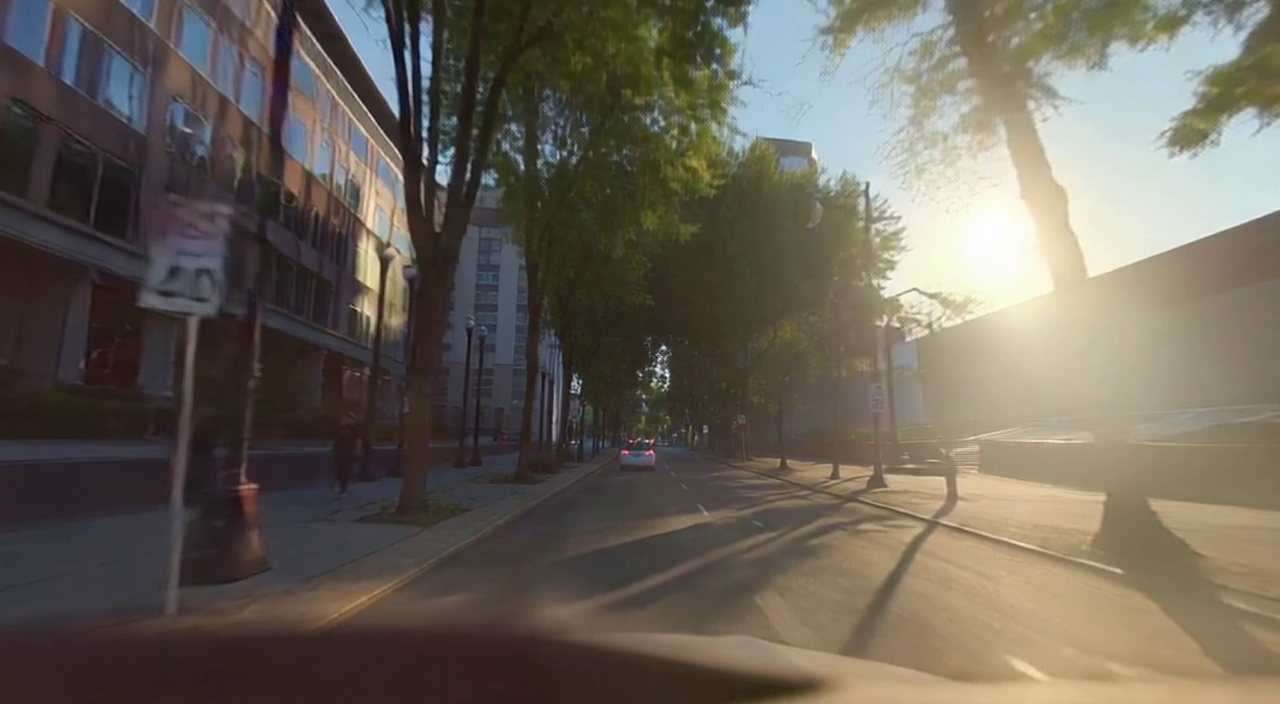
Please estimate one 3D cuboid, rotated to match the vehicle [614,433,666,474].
[{"bbox_3d":[-0.032,4.348,27.197,2.079,1.621,3.861,0,-8,-1],"label":"vehicle"}]
